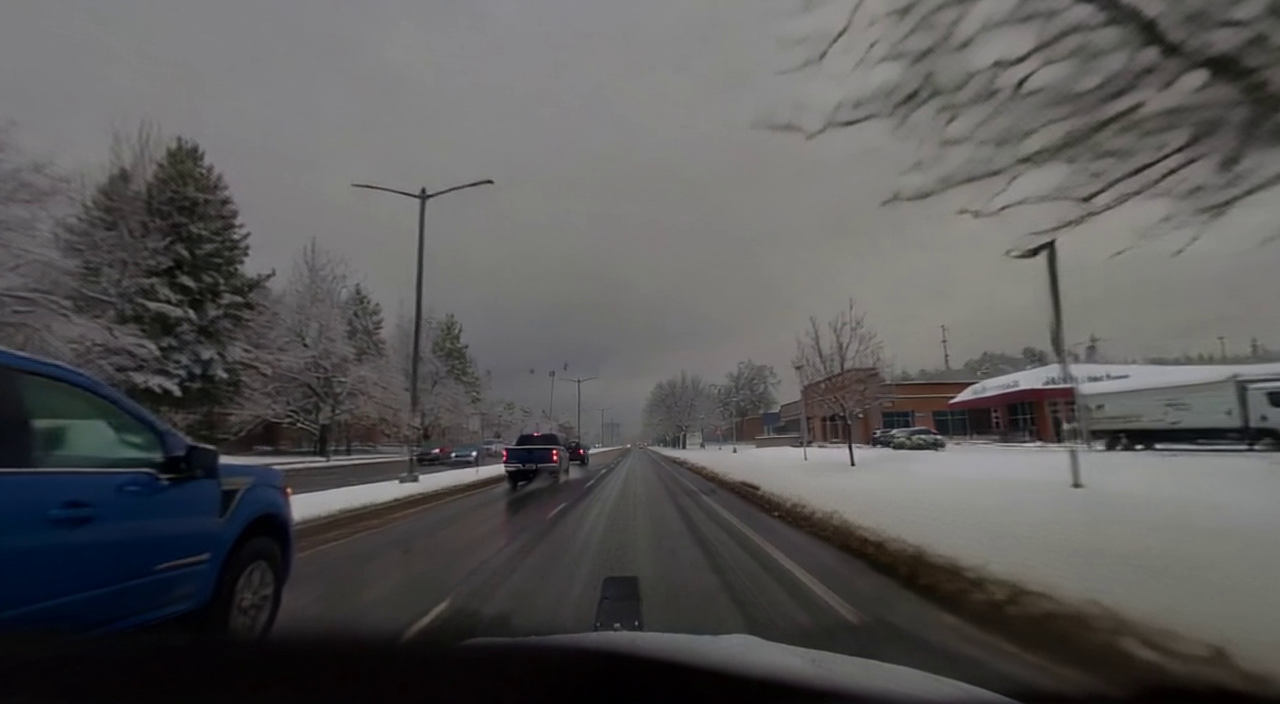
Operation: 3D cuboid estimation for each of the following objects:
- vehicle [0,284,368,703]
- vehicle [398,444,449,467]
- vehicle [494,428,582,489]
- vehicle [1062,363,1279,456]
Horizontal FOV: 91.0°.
[{"bbox_3d":[-3.207,0.693,2.049,2.277,1.801,5.250,0,-8,0],"label":"vehicle"},{"bbox_3d":[-14.928,7.127,43.658,2.047,1.489,4.216,0,-8,1],"label":"vehicle"},{"bbox_3d":[-3.281,3.576,21.510,2.065,1.790,5.417,0,-8,1],"label":"vehicle"},{"bbox_3d":[26.085,2.940,29.308,2.948,3.576,13.937,1,-8,-2],"label":"vehicle"}]
